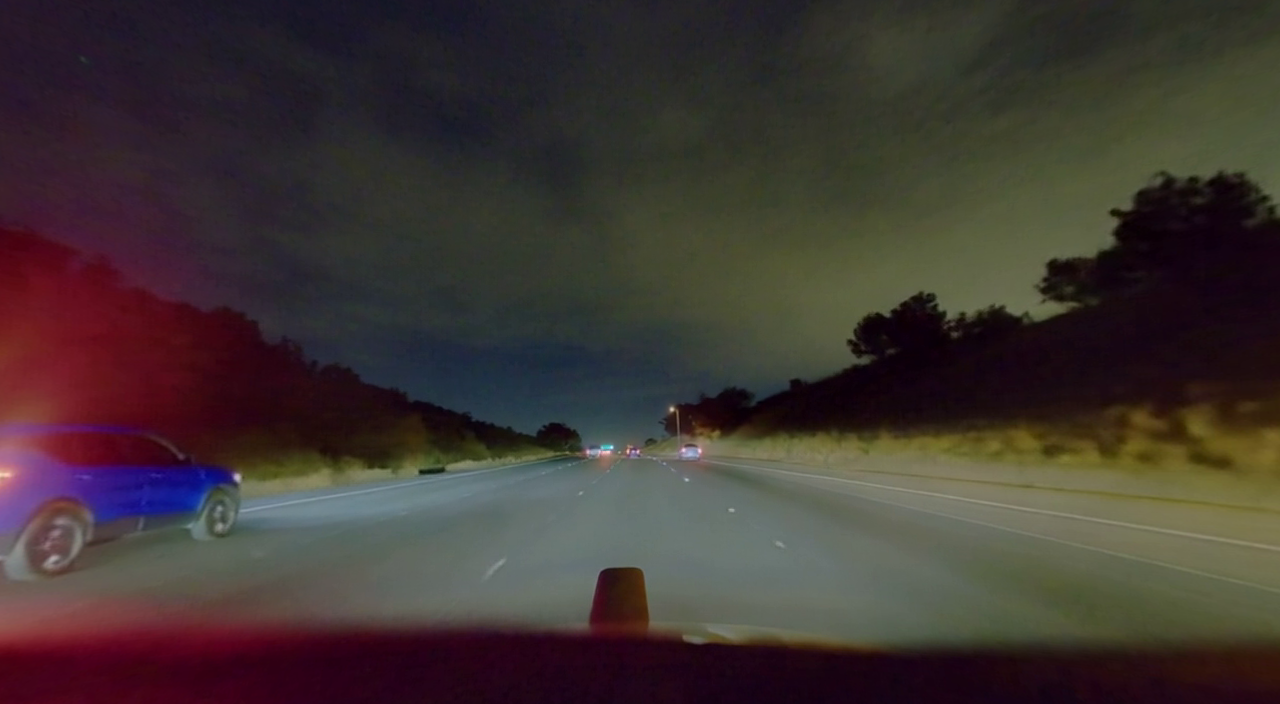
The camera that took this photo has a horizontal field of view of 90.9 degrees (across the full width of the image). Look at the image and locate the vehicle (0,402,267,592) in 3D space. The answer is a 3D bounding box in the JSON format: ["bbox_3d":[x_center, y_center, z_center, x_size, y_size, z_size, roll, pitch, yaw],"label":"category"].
[{"bbox_3d":[-7.139,1.602,7.543,2.285,1.759,4.968,0,-8,0],"label":"vehicle"}]

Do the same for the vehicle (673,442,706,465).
[{"bbox_3d":[3.771,7.829,48.799,1.995,1.712,4.206,0,-8,-3],"label":"vehicle"}]
